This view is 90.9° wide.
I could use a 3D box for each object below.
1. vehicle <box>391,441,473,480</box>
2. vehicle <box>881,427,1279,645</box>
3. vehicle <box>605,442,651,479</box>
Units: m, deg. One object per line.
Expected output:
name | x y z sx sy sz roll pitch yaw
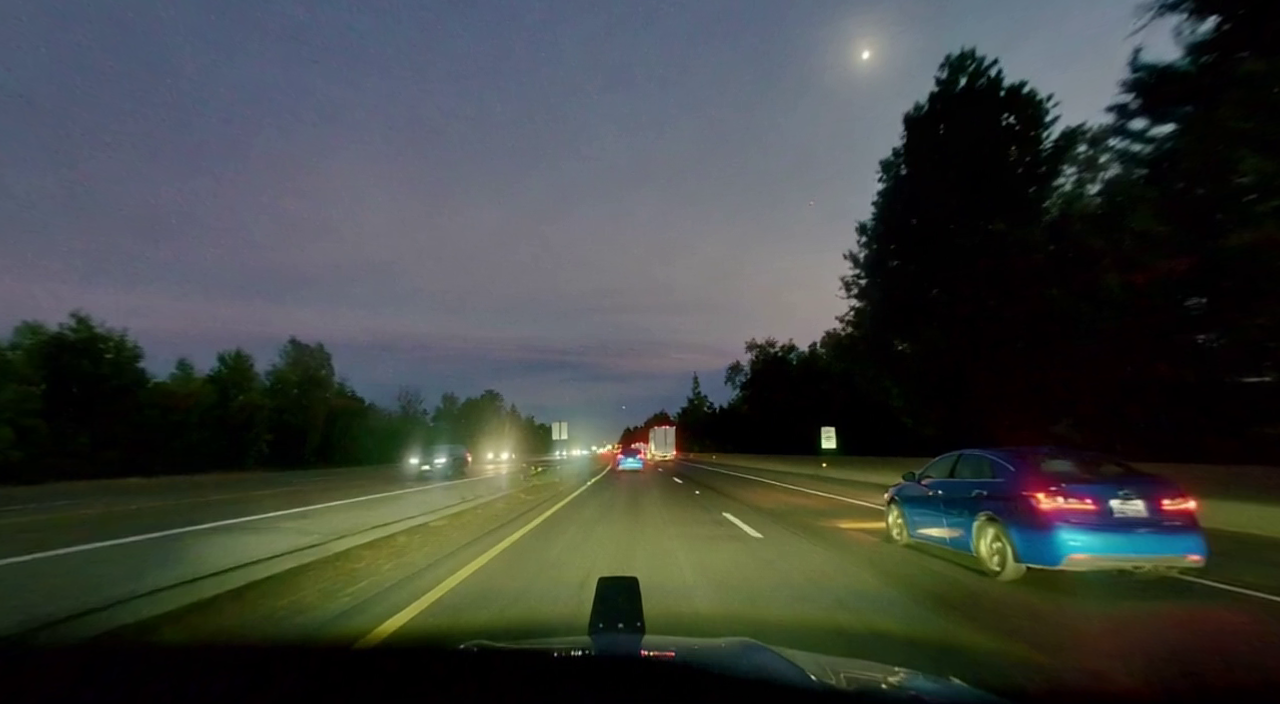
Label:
vehicle | -9.209 4.832 28.341 2.125 1.566 4.460 0 -9 0
vehicle | 4.080 1.520 6.146 1.917 1.421 3.759 0 -9 -1
vehicle | -0.592 5.482 31.974 2.190 1.706 4.062 0 -9 -1
